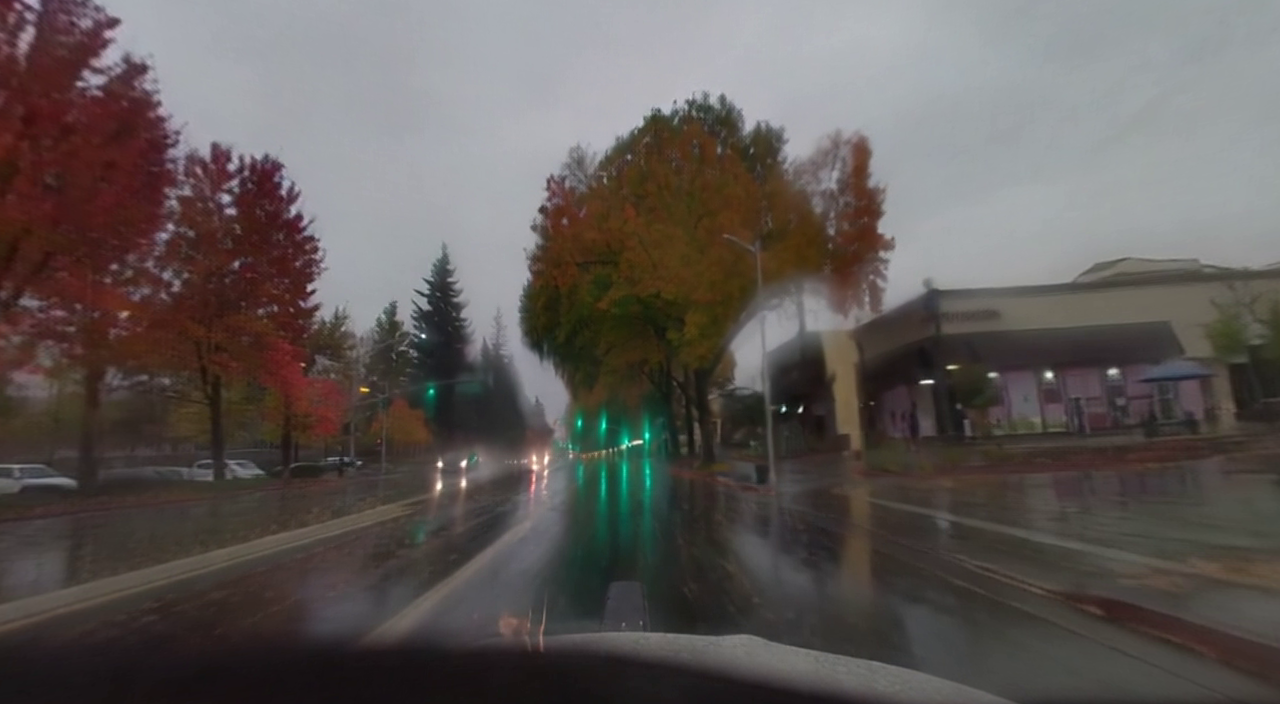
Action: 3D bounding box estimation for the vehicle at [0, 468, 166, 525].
[{"bbox_3d":[-18.412,4.687,20.799,1.887,1.490,4.432,0,-9,0],"label":"vehicle"}]

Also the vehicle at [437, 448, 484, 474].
[{"bbox_3d":[-12.951,7.881,45.582,2.075,1.765,4.684,0,-9,-2],"label":"vehicle"}]

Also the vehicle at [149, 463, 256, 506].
[{"bbox_3d":[-18.748,5.652,27.149,1.896,1.495,4.108,-4,-9,-3],"label":"vehicle"}]
